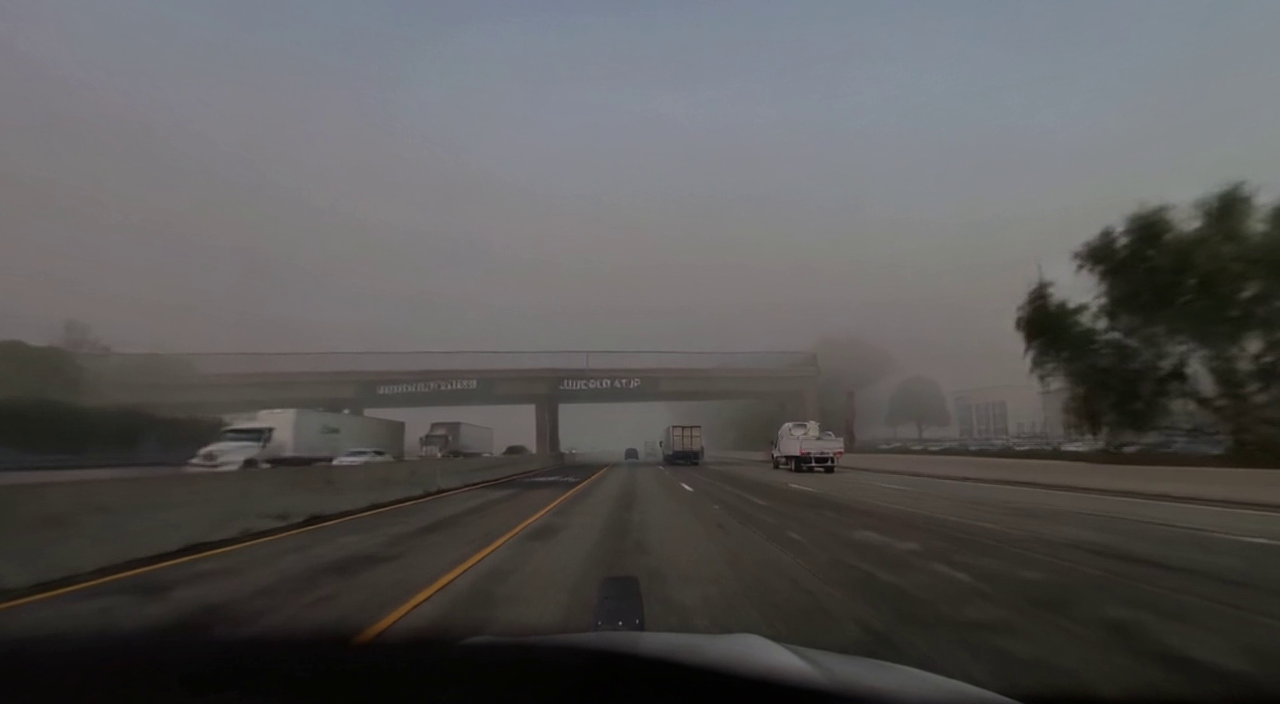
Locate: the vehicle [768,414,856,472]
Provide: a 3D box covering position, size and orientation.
[{"bbox_3d":[10.937,6.011,41.371,2.912,3.293,9.588,0,-9,-1],"label":"vehicle"}]

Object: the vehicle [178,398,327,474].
[{"bbox_3d":[-21.170,4.753,35.287,3.105,3.748,8.035,0,-9,0],"label":"vehicle"}]

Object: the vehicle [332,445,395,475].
[{"bbox_3d":[-13.785,5.386,31.637,1.578,1.376,3.354,0,-9,0],"label":"vehicle"}]

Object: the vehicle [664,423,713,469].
[{"bbox_3d":[3.411,6.884,46.360,2.742,3.054,7.537,0,-9,-2],"label":"vehicle"}]
